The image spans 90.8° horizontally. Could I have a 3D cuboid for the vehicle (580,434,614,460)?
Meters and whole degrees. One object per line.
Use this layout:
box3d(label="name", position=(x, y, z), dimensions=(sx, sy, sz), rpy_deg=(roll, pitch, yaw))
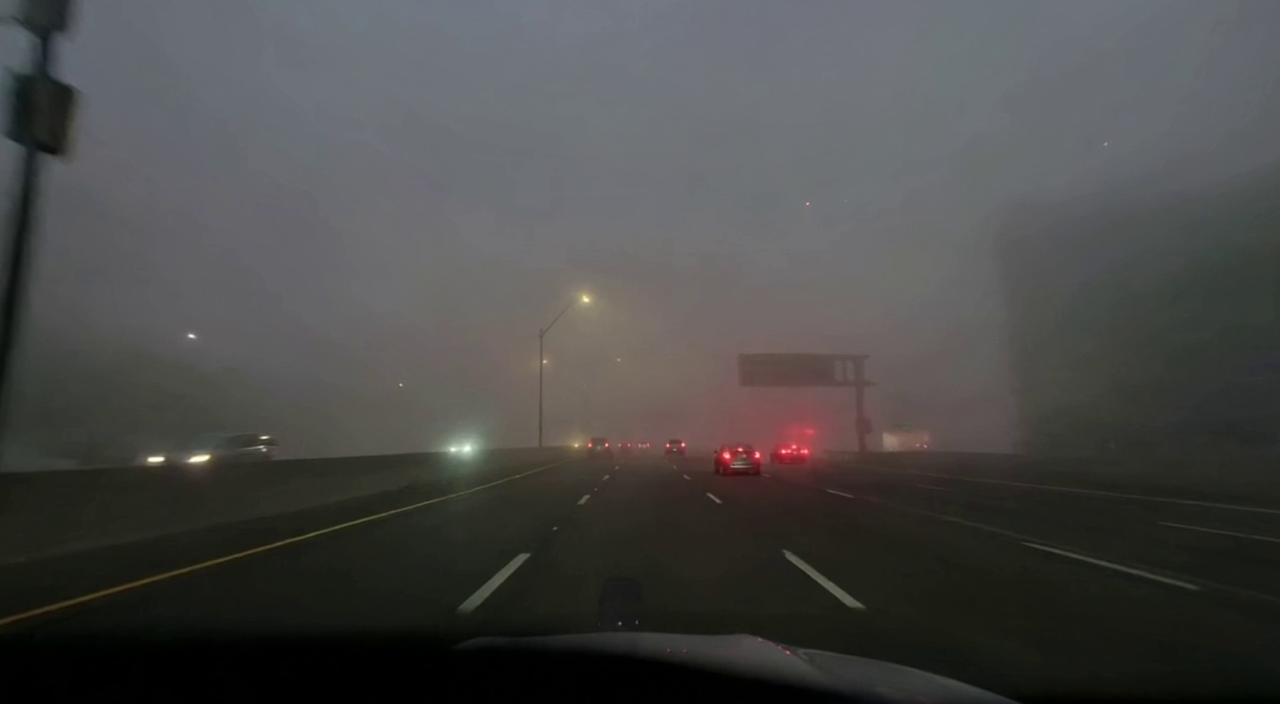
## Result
box3d(label="vehicle", position=(-2.996, 6.718, 44.699), dimensions=(2.072, 1.730, 4.381), rpy_deg=(0, -9, 0))

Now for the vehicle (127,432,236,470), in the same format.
box3d(label="vehicle", position=(-21.179, 4.585, 29.395), dimensions=(1.938, 1.627, 4.131), rpy_deg=(0, -9, 0))

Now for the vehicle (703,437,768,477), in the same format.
box3d(label="vehicle", position=(3.842, 4.300, 26.129), dimensions=(1.961, 1.504, 4.094), rpy_deg=(0, -9, -1))

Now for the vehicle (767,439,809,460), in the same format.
box3d(label="vehicle", position=(11.062, 7.309, 47.402), dimensions=(2.019, 1.529, 4.385), rpy_deg=(0, -9, -1))
